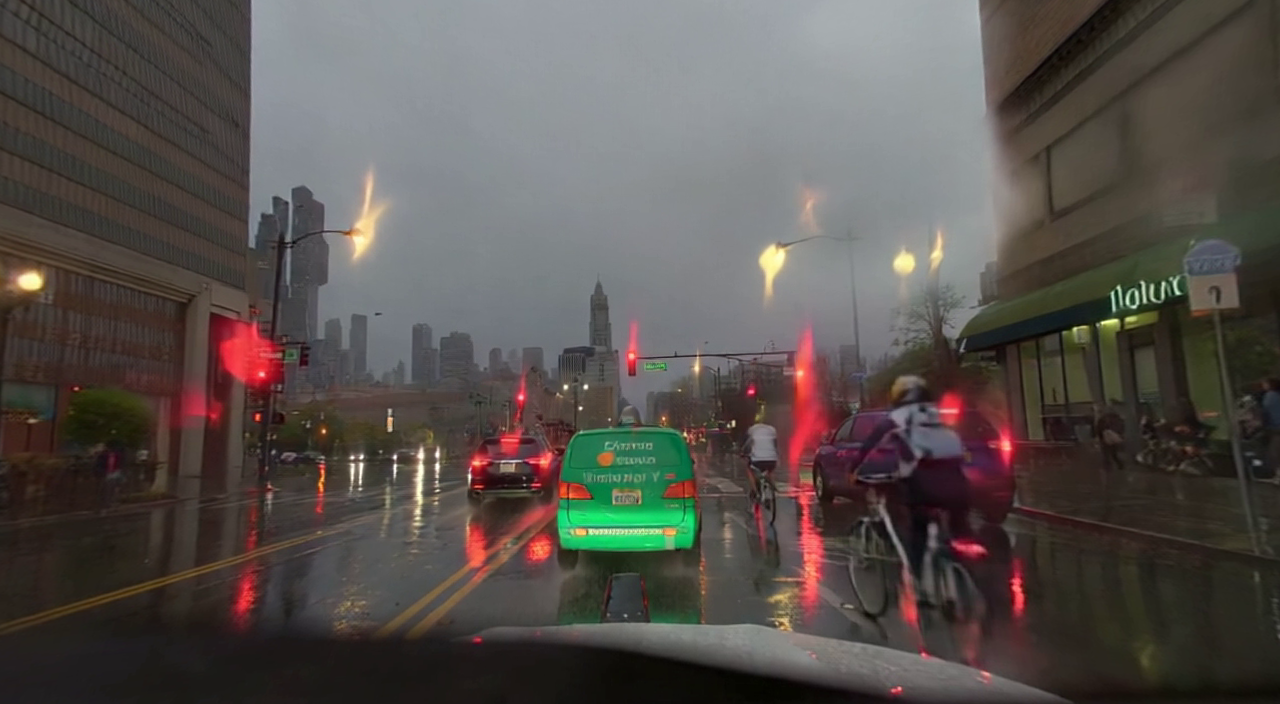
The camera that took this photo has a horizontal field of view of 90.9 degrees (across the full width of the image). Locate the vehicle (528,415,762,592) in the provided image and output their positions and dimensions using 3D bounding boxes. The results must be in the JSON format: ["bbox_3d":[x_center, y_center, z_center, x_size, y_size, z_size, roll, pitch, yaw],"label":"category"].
[{"bbox_3d":[0.018,1.658,7.720,2.091,1.557,4.000,0,-9,-1],"label":"vehicle"}]

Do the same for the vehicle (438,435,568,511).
[{"bbox_3d":[-2.943,2.709,14.615,2.039,1.452,4.489,0,-9,0],"label":"vehicle"}]

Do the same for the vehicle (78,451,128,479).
[{"bbox_3d":[-35.737,7.475,41.944,2.264,1.722,4.721,7,-11,-40],"label":"vehicle"}]

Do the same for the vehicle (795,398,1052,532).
[{"bbox_3d":[4.511,1.912,11.124,2.142,1.829,4.767,0,-9,-2],"label":"vehicle"}]
